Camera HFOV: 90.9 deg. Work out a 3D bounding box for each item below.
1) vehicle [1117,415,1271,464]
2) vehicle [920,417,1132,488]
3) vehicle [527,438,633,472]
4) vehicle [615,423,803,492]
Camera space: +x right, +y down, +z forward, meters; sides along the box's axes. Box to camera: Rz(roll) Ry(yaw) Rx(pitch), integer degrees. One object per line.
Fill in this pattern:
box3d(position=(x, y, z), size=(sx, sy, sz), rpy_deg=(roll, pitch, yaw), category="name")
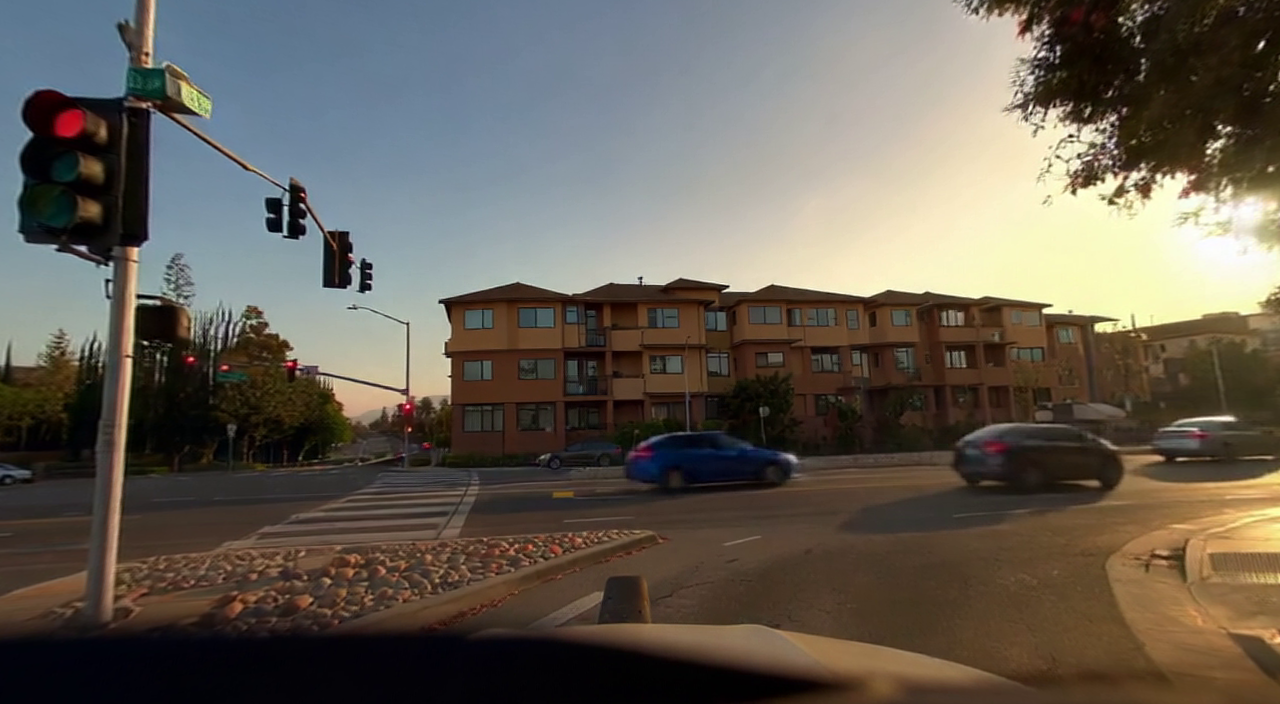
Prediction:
box3d(position=(20.528, 3.246, 23.415), size=(4.719, 1.671, 1.985), rpy_deg=(2, -9, -17), category="vehicle")
box3d(position=(9.880, 2.560, 16.263), size=(4.581, 1.650, 1.958), rpy_deg=(2, -9, -16), category="vehicle")
box3d(position=(-2.619, 4.462, 27.472), size=(4.289, 1.415, 1.774), rpy_deg=(2, -9, -17), category="vehicle")
box3d(position=(1.837, 2.851, 17.272), size=(4.711, 1.688, 1.915), rpy_deg=(2, -9, -16), category="vehicle")
